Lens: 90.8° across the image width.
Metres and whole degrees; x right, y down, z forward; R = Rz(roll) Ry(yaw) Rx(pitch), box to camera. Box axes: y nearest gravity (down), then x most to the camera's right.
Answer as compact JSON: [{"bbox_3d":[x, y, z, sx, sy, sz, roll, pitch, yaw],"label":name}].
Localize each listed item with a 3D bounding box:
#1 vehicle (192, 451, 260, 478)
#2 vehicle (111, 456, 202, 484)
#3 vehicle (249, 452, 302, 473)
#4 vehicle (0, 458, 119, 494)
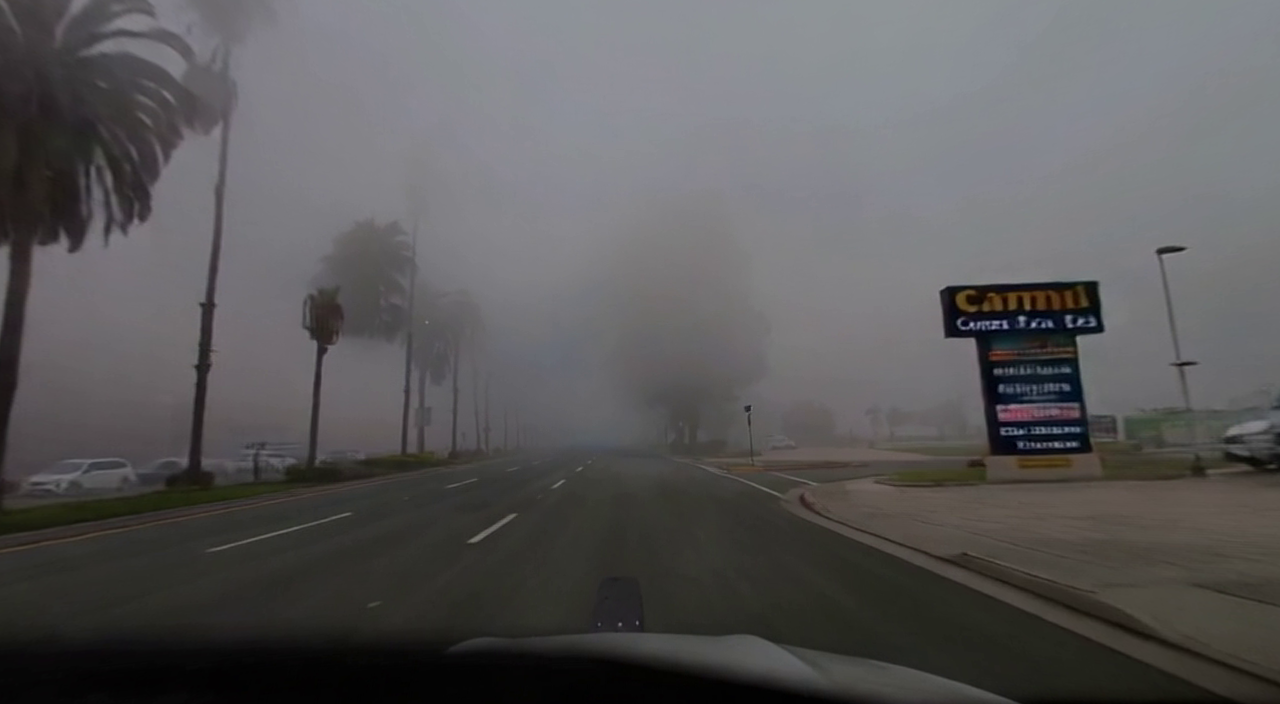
[{"bbox_3d":[-28.195,7.628,43.162,1.938,1.667,4.364,1,-8,-5],"label":"vehicle"},{"bbox_3d":[-27.975,6.820,36.755,1.807,1.446,4.605,0,-8,-2],"label":"vehicle"},{"bbox_3d":[-28.545,8.641,49.564,1.771,1.494,4.088,0,-8,-2],"label":"vehicle"},{"bbox_3d":[-27.474,5.808,29.908,1.861,1.474,4.719,1,-8,-4],"label":"vehicle"}]
